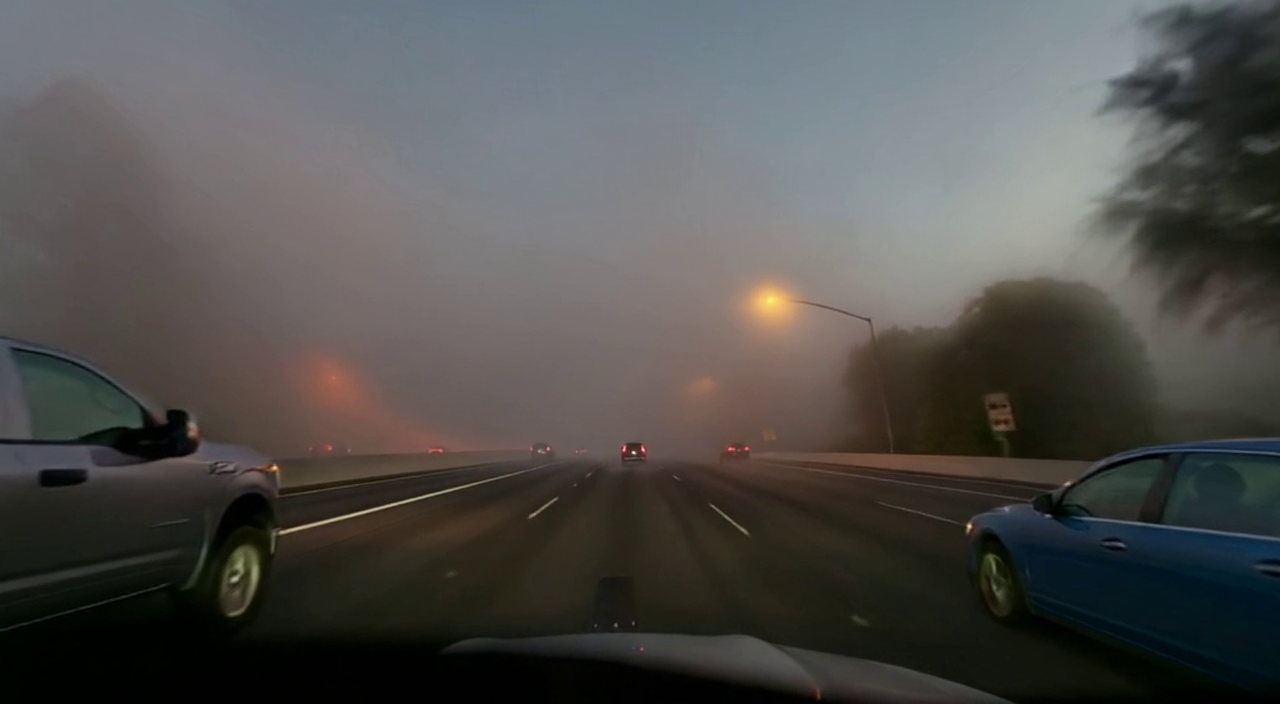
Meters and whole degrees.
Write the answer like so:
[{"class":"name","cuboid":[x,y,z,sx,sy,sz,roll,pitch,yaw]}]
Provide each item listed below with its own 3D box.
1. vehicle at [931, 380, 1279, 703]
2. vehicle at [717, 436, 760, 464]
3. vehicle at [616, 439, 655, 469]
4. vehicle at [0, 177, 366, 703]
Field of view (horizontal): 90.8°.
[{"class":"vehicle","cuboid":[3.179,0.861,2.167,2.072,1.501,4.694,0,-9,-1]},{"class":"vehicle","cuboid":[6.907,6.968,45.024,2.103,1.898,5.310,0,-9,-1]},{"class":"vehicle","cuboid":[-0.286,5.882,36.635,2.157,1.642,4.189,0,-9,-1]},{"class":"vehicle","cuboid":[-3.577,0.458,2.119,2.592,2.179,6.034,0,-9,0]}]
